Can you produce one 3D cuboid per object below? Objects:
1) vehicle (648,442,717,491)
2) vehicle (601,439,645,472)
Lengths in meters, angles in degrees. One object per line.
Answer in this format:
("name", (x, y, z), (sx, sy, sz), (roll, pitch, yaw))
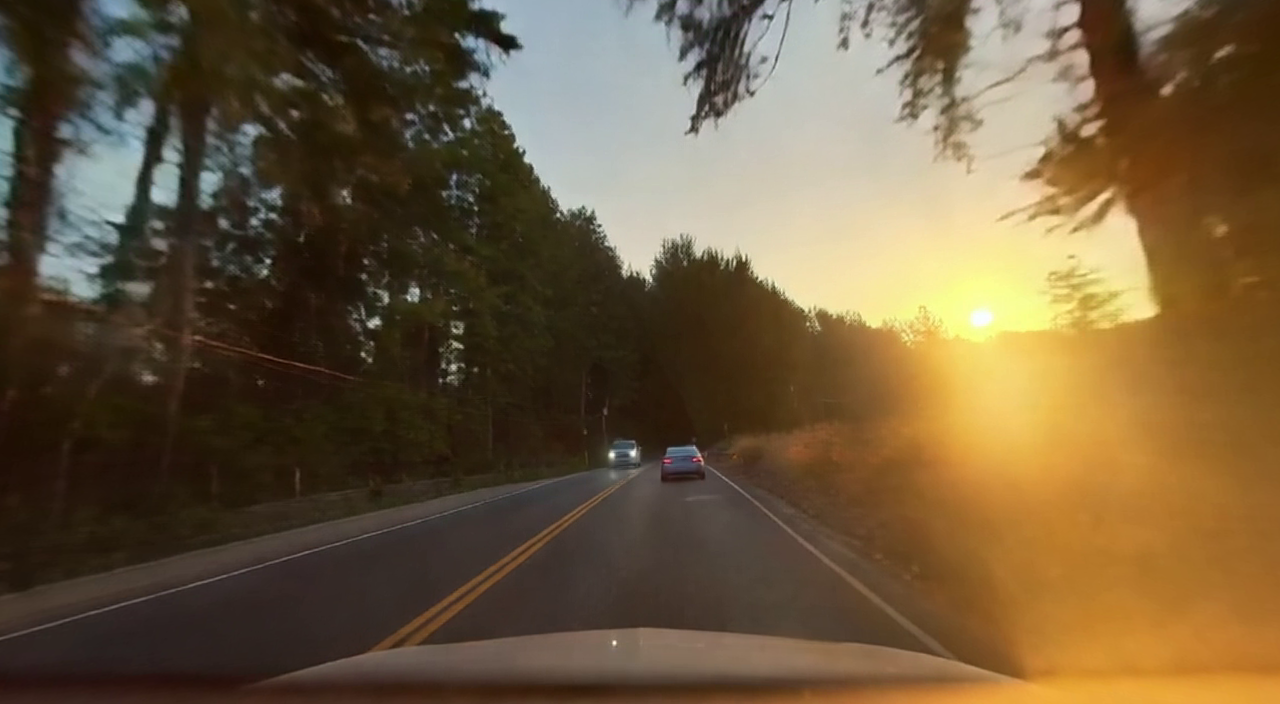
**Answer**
("vehicle", (1.520, 4.133, 23.156), (2.274, 1.583, 4.349), (0, -9, 3))
("vehicle", (-1.002, 6.610, 40.544), (2.291, 1.975, 4.308), (-1, -9, 5))
